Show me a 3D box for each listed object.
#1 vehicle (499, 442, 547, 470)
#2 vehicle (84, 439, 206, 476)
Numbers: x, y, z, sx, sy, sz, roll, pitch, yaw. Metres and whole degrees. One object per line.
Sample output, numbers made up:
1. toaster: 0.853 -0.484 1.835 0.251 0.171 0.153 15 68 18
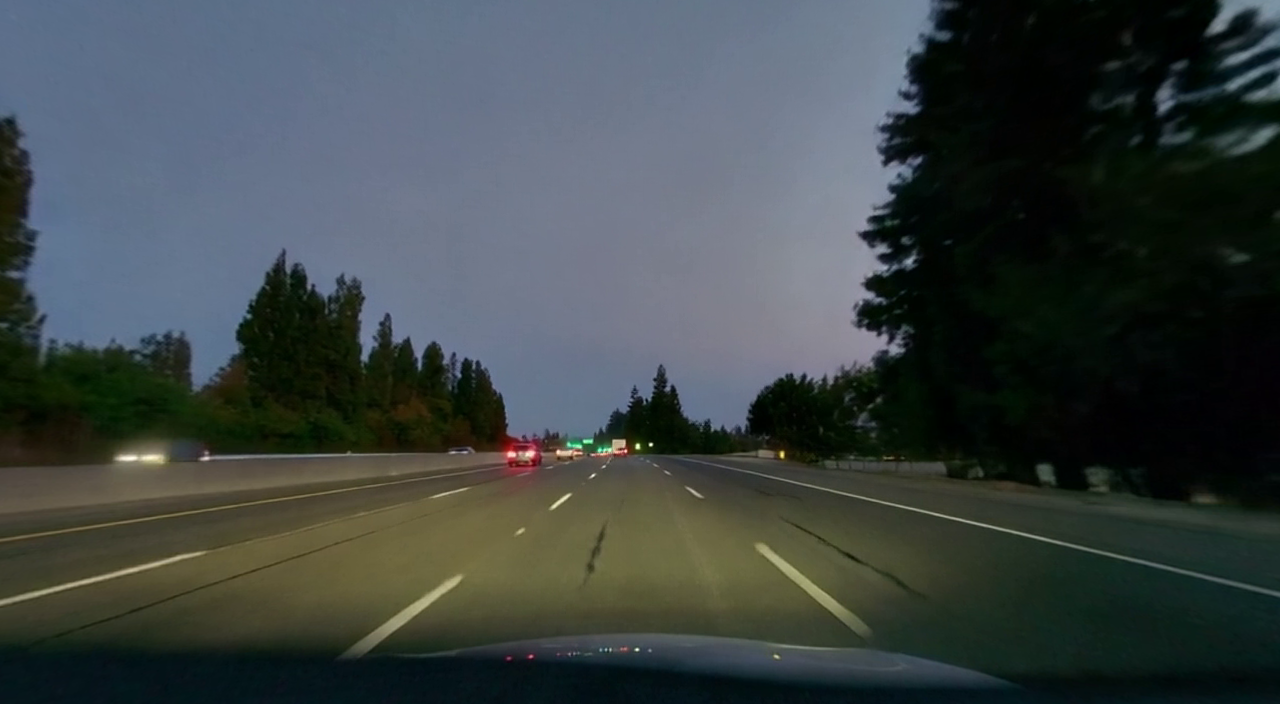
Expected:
1. vehicle: -7.648 6.815 41.709 2.179 1.710 5.160 0 -8 0
2. vehicle: -25.668 5.470 33.026 2.103 1.780 5.422 0 -8 -2
